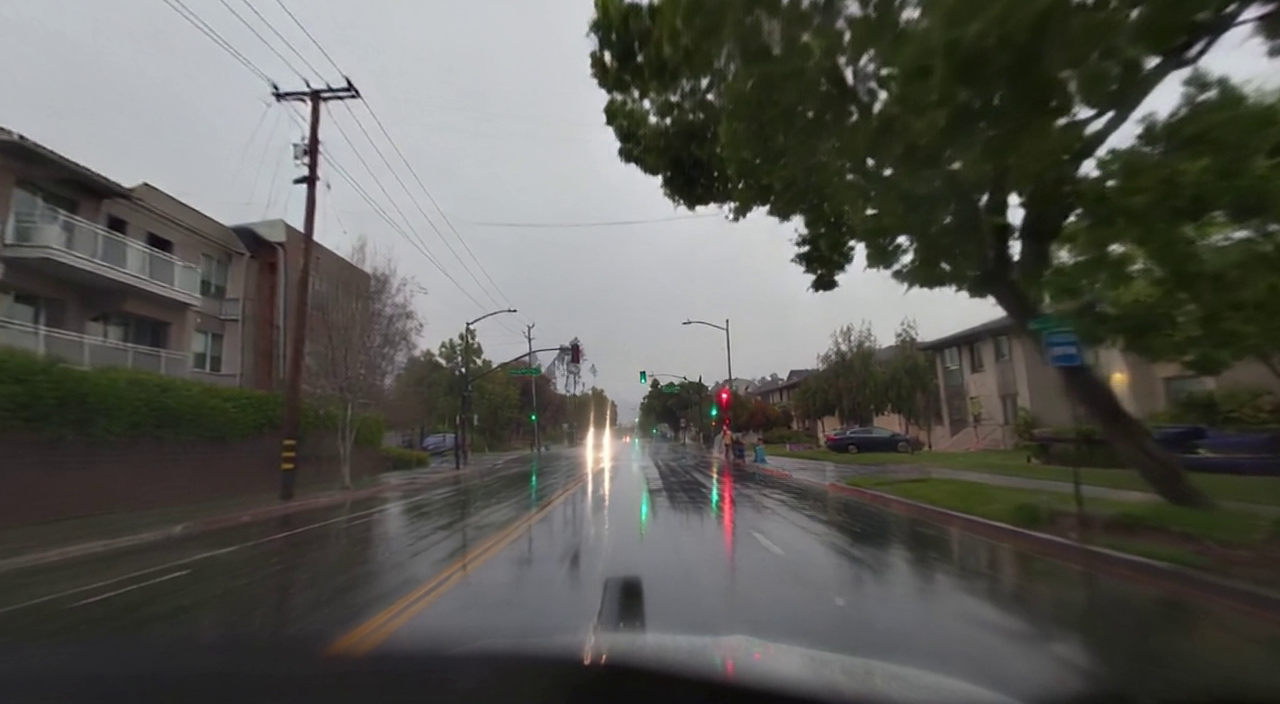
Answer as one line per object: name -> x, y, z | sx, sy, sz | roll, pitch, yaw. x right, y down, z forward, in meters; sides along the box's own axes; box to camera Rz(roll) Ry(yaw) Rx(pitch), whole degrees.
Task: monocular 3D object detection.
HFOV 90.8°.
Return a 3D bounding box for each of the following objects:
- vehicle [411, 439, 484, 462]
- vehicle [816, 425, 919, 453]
vehicle -> -12.536, 6.443, 41.273 | 4.135, 1.424, 1.945 | -1, -9, 4
vehicle -> 12.670, 4.893, 35.391 | 4.908, 1.521, 2.108 | 0, -9, -4
